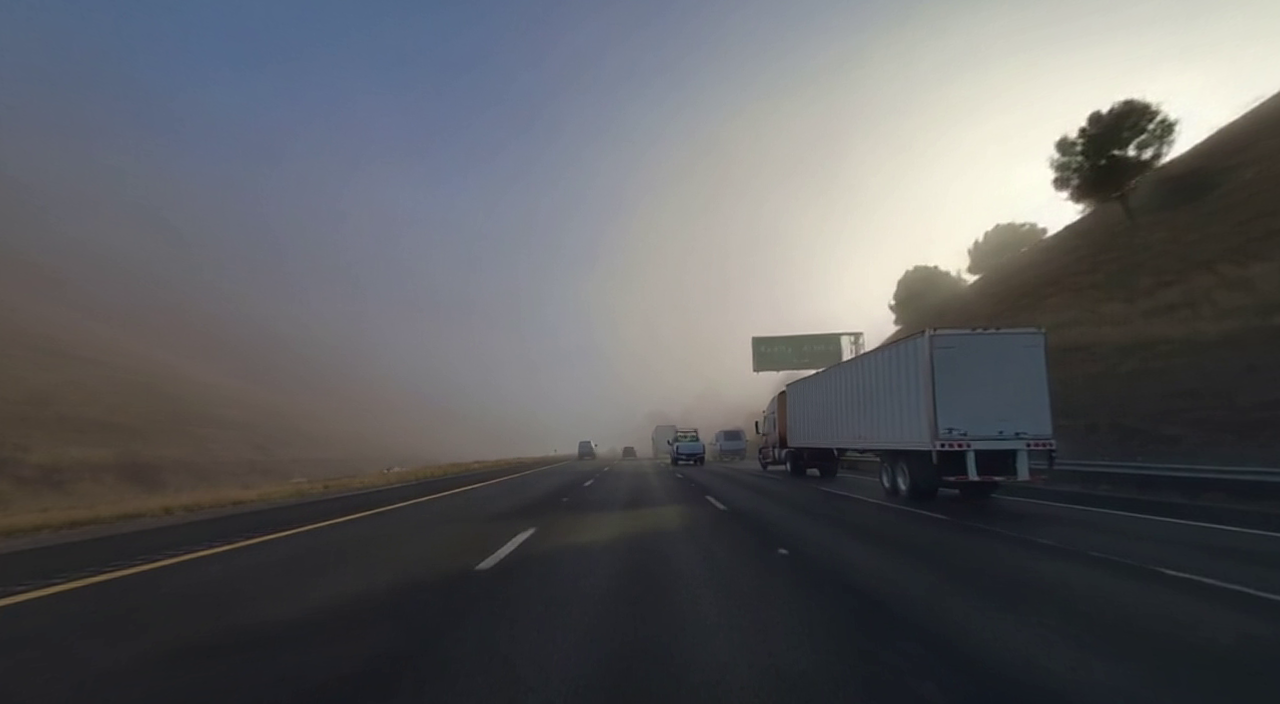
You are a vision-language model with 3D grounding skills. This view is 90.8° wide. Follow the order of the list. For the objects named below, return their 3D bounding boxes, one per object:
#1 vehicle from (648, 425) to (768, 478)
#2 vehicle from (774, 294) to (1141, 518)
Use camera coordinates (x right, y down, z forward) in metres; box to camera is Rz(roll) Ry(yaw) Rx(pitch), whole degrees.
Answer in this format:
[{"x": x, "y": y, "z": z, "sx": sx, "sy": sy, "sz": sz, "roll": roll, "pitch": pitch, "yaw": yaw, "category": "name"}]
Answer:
[{"x": 3.000, "y": 4.525, "z": 28.752, "sx": 5.075, "sy": 2.277, "sz": 2.365, "roll": 0, "pitch": -9, "yaw": -3, "category": "vehicle"}, {"x": 7.588, "y": 2.209, "z": 19.923, "sx": 2.935, "sy": 4.187, "sz": 16.357, "roll": 0, "pitch": -9, "yaw": -1, "category": "vehicle"}]
